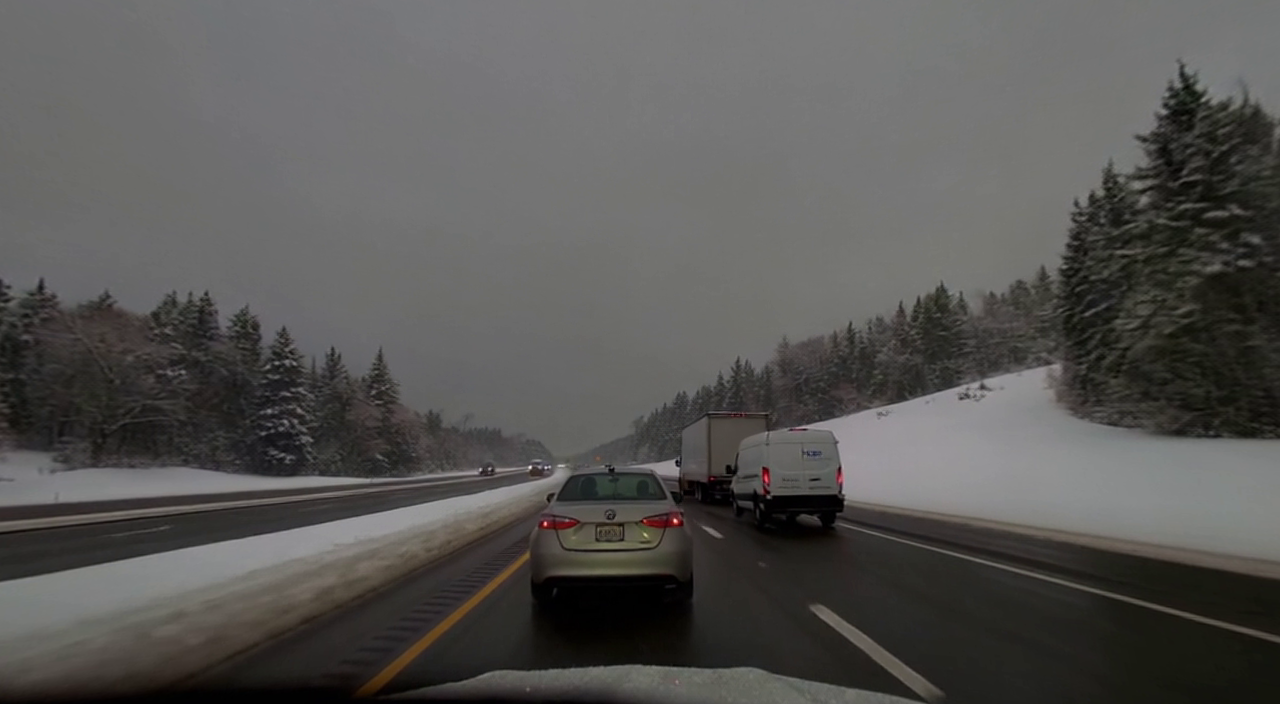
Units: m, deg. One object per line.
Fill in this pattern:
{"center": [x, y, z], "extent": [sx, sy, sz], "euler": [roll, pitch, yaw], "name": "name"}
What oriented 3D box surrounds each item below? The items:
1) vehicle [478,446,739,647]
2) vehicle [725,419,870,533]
{"center": [-0.264, 1.813, 6.596], "extent": [1.980, 1.493, 3.410], "euler": [1, -11, -1], "name": "vehicle"}
{"center": [3.934, 3.310, 17.017], "extent": [2.328, 2.537, 5.290], "euler": [1, -11, -2], "name": "vehicle"}
